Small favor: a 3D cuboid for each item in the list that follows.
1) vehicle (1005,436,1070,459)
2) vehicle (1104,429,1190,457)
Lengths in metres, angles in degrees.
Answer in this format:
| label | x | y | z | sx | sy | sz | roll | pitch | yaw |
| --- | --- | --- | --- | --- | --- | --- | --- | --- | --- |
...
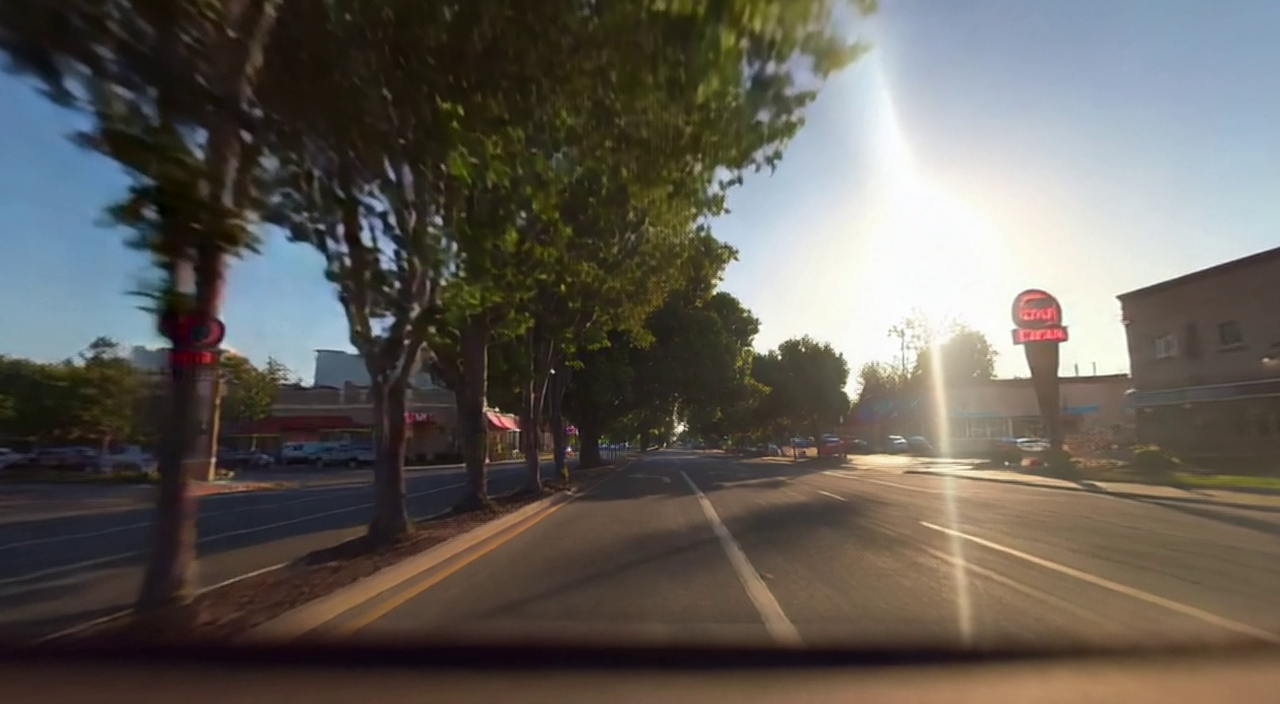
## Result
| label | x | y | z | sx | sy | sz | roll | pitch | yaw |
| --- | --- | --- | --- | --- | --- | --- | --- | --- | --- |
| vehicle | 28.135 | 6.787 | 44.891 | 1.836 | 1.497 | 4.419 | -1 | -8 | 2 |
| vehicle | 36.362 | 6.498 | 45.516 | 2.028 | 1.886 | 5.190 | 0 | -7 | 2 |
